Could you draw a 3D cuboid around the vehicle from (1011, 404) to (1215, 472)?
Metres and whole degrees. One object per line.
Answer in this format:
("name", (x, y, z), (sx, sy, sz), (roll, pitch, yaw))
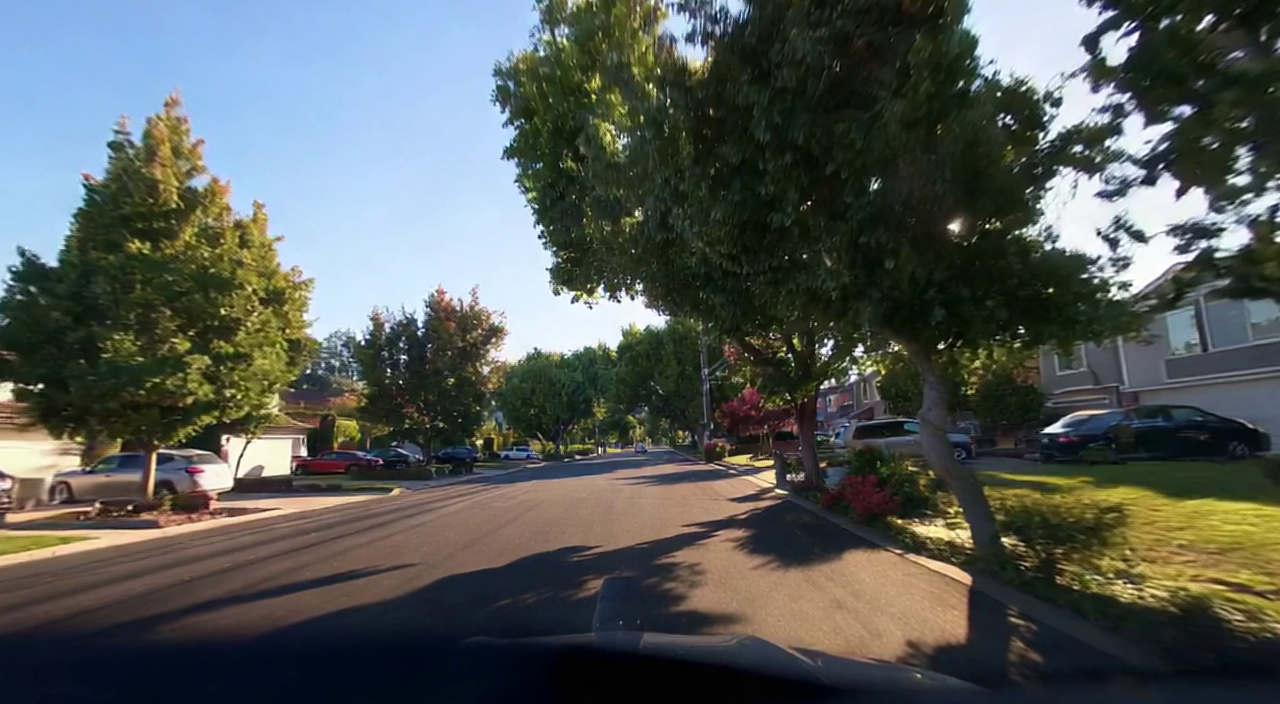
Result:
("vehicle", (13.568, 2.511, 18.387), (4.209, 1.834, 2.019), (0, -9, 1))

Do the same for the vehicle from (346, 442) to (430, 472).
("vehicle", (-14.813, 6.143, 37.136), (4.232, 1.693, 1.949), (-3, -9, 17))

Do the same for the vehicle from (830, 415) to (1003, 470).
("vehicle", (9.854, 3.282, 22.872), (5.273, 1.868, 2.070), (0, -8, 0))

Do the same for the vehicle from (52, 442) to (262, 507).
("vehicle", (-13.711, 3.464, 18.131), (4.495, 1.706, 1.972), (-1, -8, 5))

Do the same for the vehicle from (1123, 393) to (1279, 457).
("vehicle", (20.862, 2.684, 22.805), (4.843, 2.185, 2.250), (0, -10, 2))
